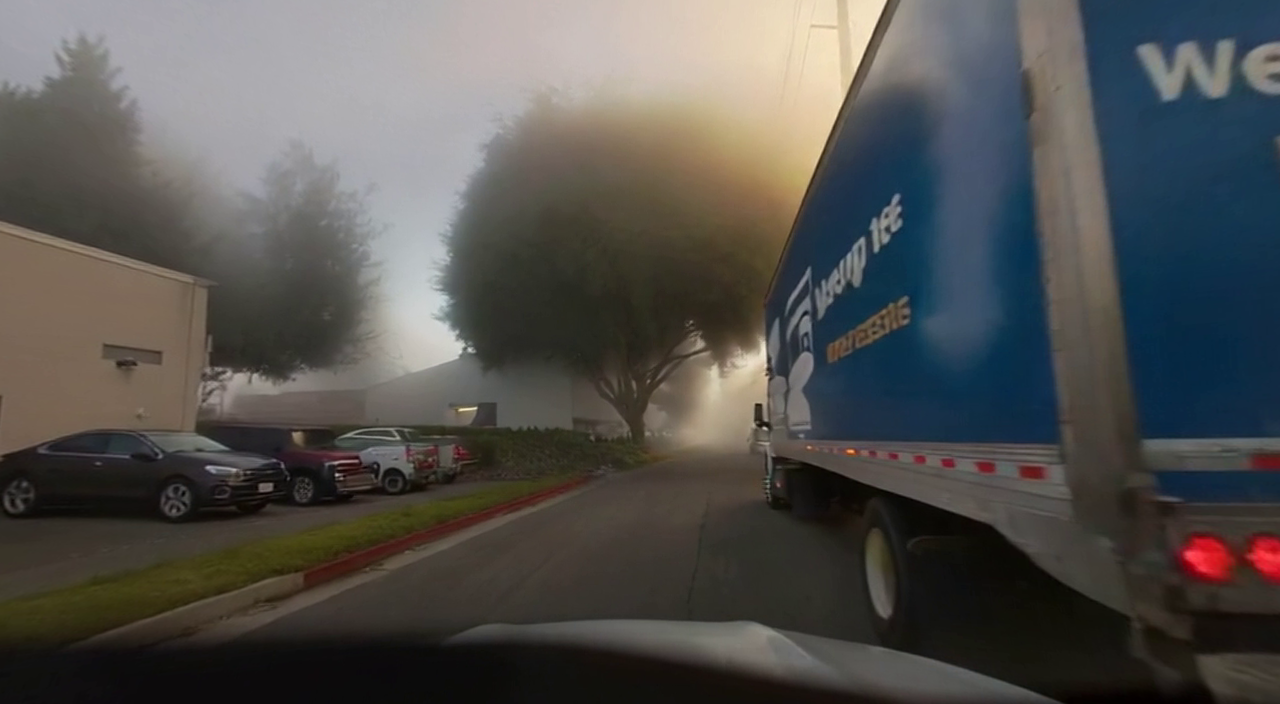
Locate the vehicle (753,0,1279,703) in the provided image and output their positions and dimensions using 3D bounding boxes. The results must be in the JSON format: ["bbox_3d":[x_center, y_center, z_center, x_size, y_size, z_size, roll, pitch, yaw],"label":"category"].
[{"bbox_3d":[3.509,0.433,8.181,2.865,4.113,14.471,-1,-8,6],"label":"vehicle"}]

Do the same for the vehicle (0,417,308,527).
[{"bbox_3d":[-7.578,1.763,9.543,4.015,1.461,1.903,-1,-8,2],"label":"vehicle"}]
